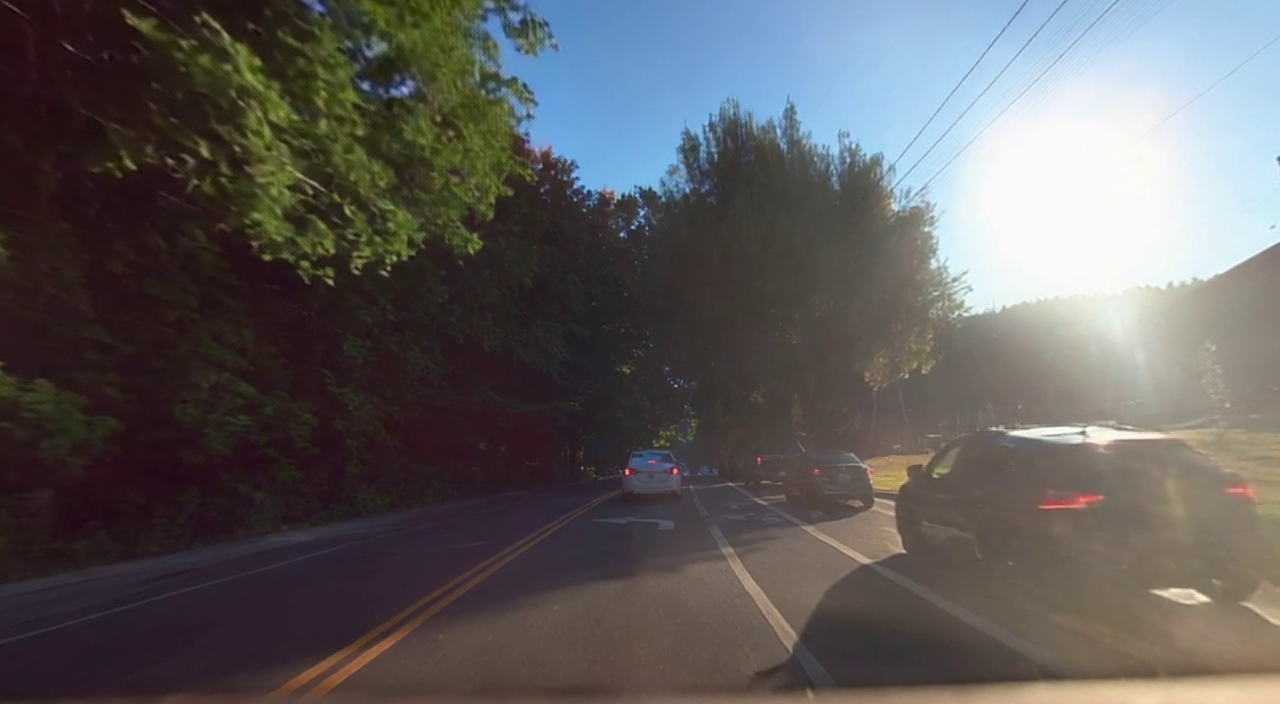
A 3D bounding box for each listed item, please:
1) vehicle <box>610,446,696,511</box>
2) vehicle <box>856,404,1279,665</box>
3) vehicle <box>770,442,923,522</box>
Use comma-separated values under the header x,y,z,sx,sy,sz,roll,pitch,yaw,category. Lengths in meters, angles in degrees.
x,y,z,sx,sy,sz,roll,pitch,yaw,category
0.386,3.379,17.374,2.078,1.521,4.058,0,-8,2,vehicle
3.972,1.486,6.345,1.957,1.629,4.609,0,-8,0,vehicle
4.348,2.770,14.196,1.992,1.469,4.823,0,-8,2,vehicle
